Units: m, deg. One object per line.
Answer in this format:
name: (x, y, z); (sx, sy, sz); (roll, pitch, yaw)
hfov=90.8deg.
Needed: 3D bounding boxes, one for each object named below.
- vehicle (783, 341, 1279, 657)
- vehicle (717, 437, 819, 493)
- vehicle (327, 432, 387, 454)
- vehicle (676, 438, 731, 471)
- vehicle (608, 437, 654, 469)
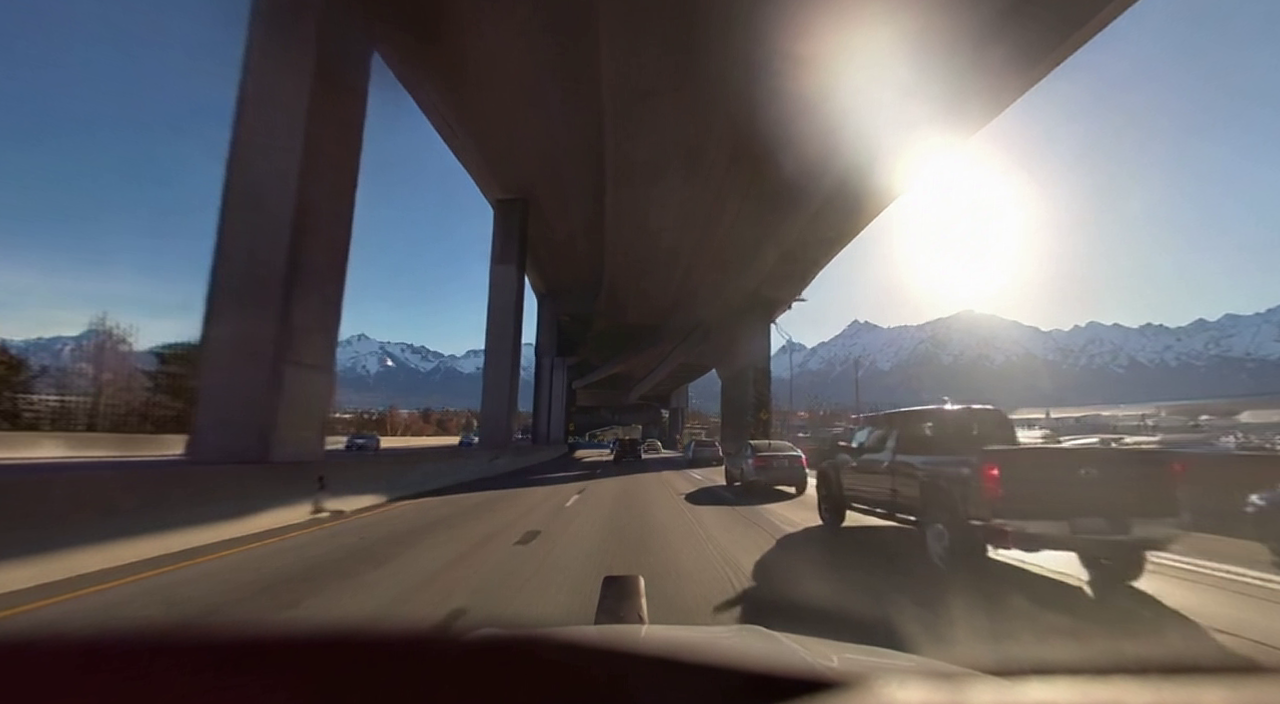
vehicle: (4.007, 1.451, 7.708); (2.747, 2.061, 7.011); (0, -8, -1)
vehicle: (3.697, 3.361, 19.237); (1.923, 1.462, 4.895); (0, -8, -2)
vehicle: (-20.088, 6.480, 45.042); (2.170, 1.464, 4.896); (0, -8, -2)
vehicle: (3.168, 5.226, 32.399); (2.057, 1.517, 4.538); (0, -8, -4)
vehicle: (-0.526, 5.249, 32.899); (2.266, 1.549, 3.978); (0, -8, -2)
